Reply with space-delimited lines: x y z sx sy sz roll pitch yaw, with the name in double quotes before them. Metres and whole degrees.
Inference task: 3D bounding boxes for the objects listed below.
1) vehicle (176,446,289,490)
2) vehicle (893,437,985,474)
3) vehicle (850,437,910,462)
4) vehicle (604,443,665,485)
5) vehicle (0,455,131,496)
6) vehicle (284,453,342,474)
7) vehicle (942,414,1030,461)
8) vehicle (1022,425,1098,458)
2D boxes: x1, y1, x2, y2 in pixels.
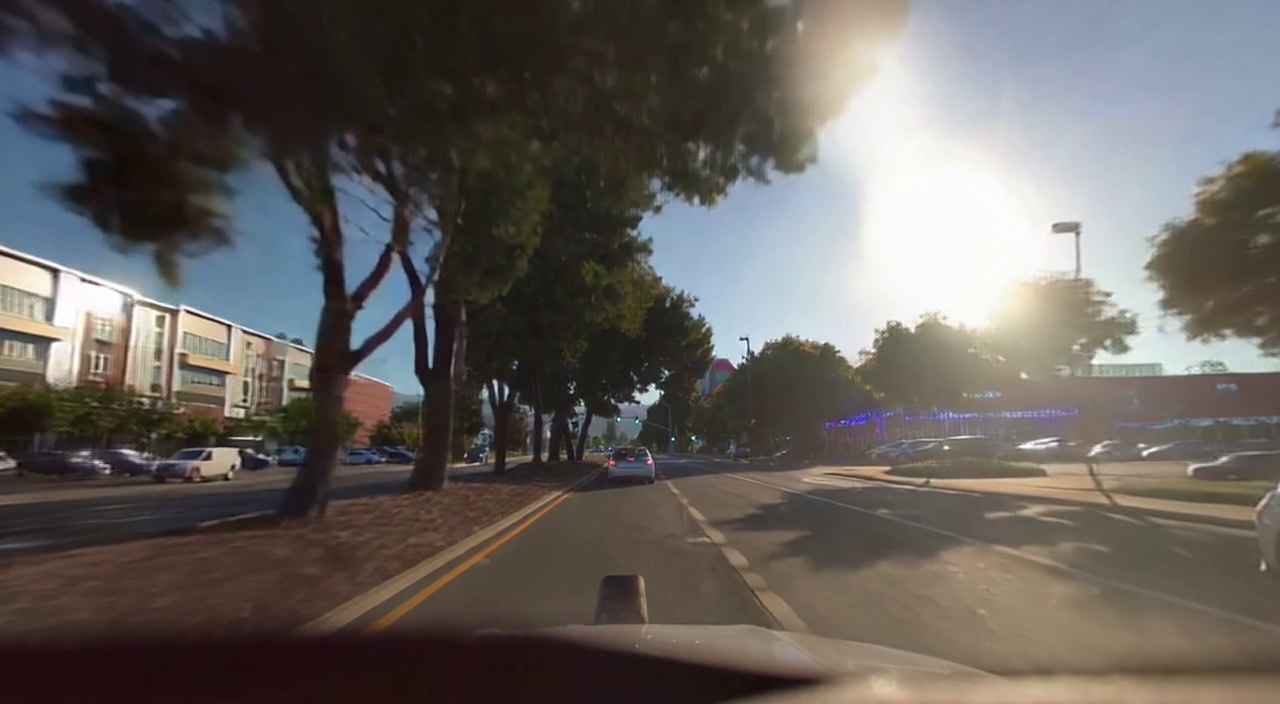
"vehicle" -19.315 5.478 30.303 2.129 1.794 4.967 -2 -8 0
"vehicle" 15.873 5.527 33.931 2.377 1.783 5.145 0 -8 -1
"vehicle" 18.653 7.615 49.448 2.253 1.771 5.722 0 -8 -2
"vehicle" -0.220 4.359 24.935 2.185 1.473 3.925 0 -8 -1
"vehicle" -24.008 5.046 26.274 1.915 1.460 4.717 0 -8 -3
"vehicle" -24.775 8.421 48.079 1.893 1.451 4.809 0 -8 -1
"vehicle" 27.014 6.763 49.766 2.764 3.374 7.305 0 -8 0
"vehicle" 32.780 7.046 49.561 2.209 2.346 5.394 -2 -8 2
